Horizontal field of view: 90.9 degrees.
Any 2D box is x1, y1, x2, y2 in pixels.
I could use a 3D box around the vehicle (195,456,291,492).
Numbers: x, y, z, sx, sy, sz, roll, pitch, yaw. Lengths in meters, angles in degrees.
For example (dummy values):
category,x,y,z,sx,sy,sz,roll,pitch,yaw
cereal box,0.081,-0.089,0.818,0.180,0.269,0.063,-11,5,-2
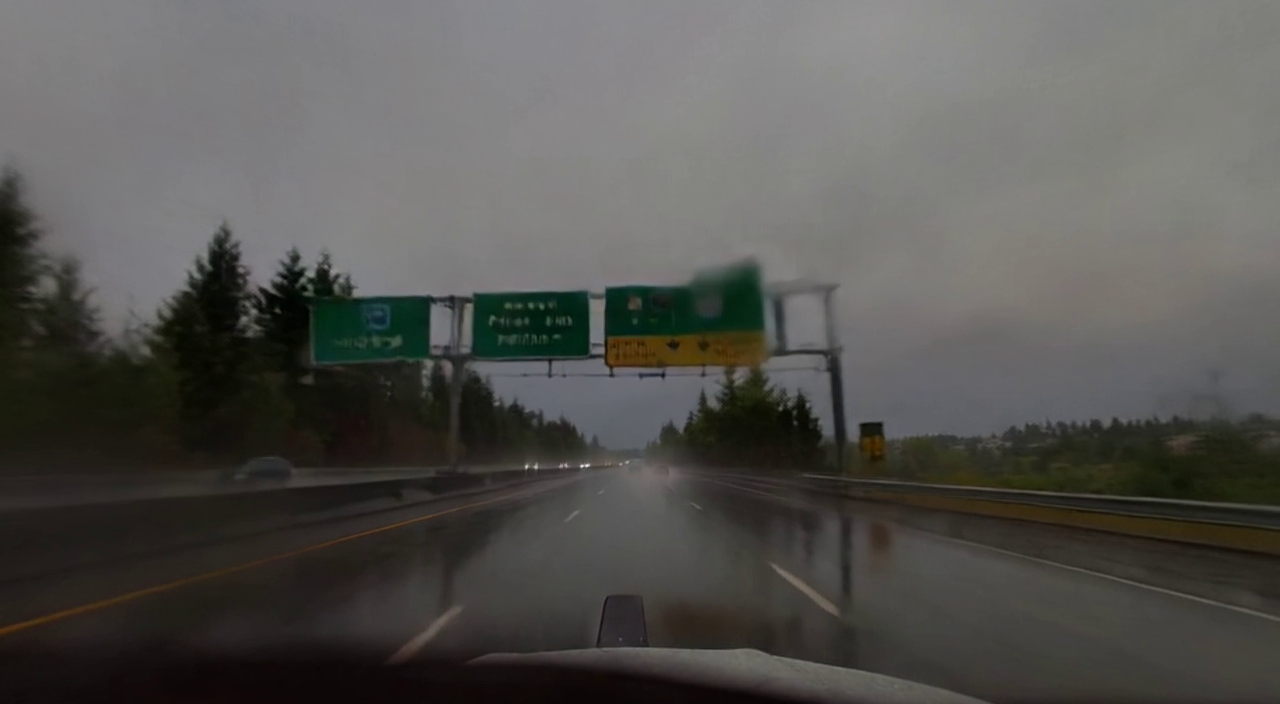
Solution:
category,x,y,z,sx,sy,sz,roll,pitch,yaw
vehicle,-19.525,6.042,31.260,1.893,1.602,4.274,1,-11,0
